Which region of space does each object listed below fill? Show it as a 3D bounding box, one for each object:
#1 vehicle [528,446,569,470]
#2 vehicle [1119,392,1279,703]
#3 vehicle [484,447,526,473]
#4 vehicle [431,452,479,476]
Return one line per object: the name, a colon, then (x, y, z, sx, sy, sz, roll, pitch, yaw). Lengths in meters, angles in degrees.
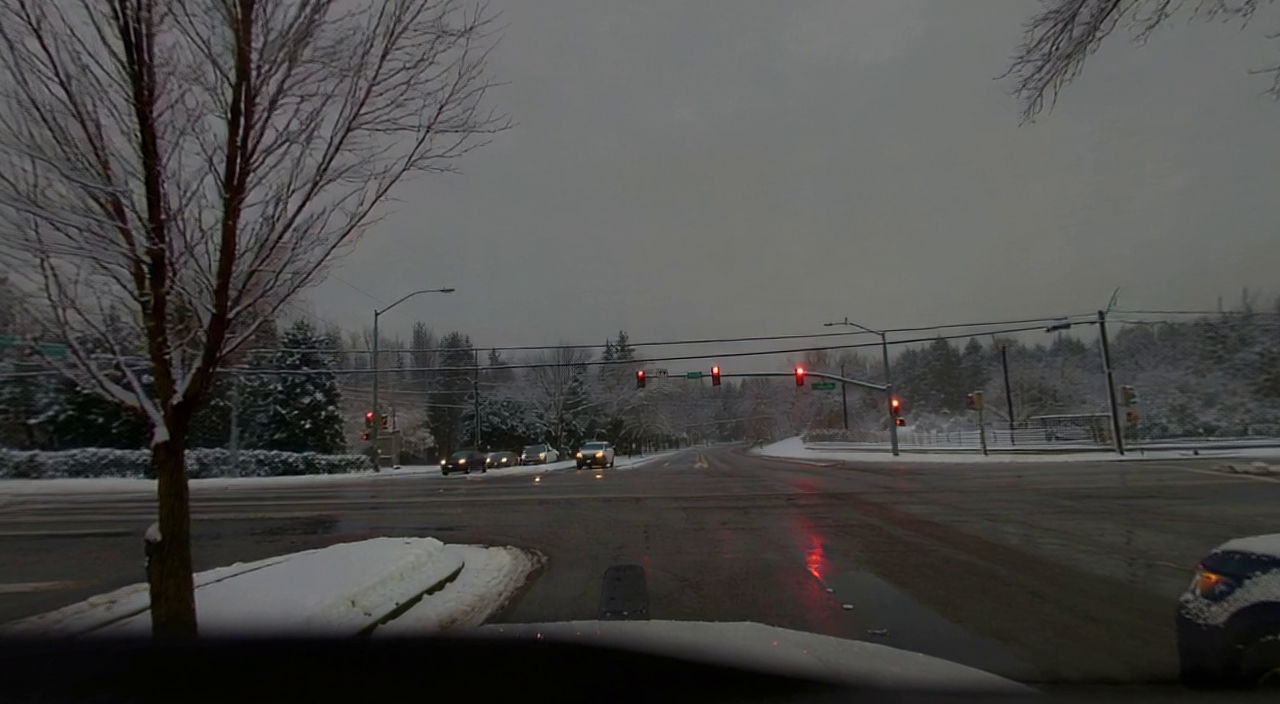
vehicle: (-6.564, 7.608, 45.504, 2.126, 1.657, 4.307, -1, -9, 2)
vehicle: (3.058, 0.619, 0.410, 1.978, 1.468, 4.544, 0, -9, 1)
vehicle: (-9.773, 7.829, 45.924, 2.064, 1.725, 4.243, 0, -9, 1)
vehicle: (-13.395, 8.109, 45.975, 2.101, 1.637, 4.304, 0, -9, 1)
